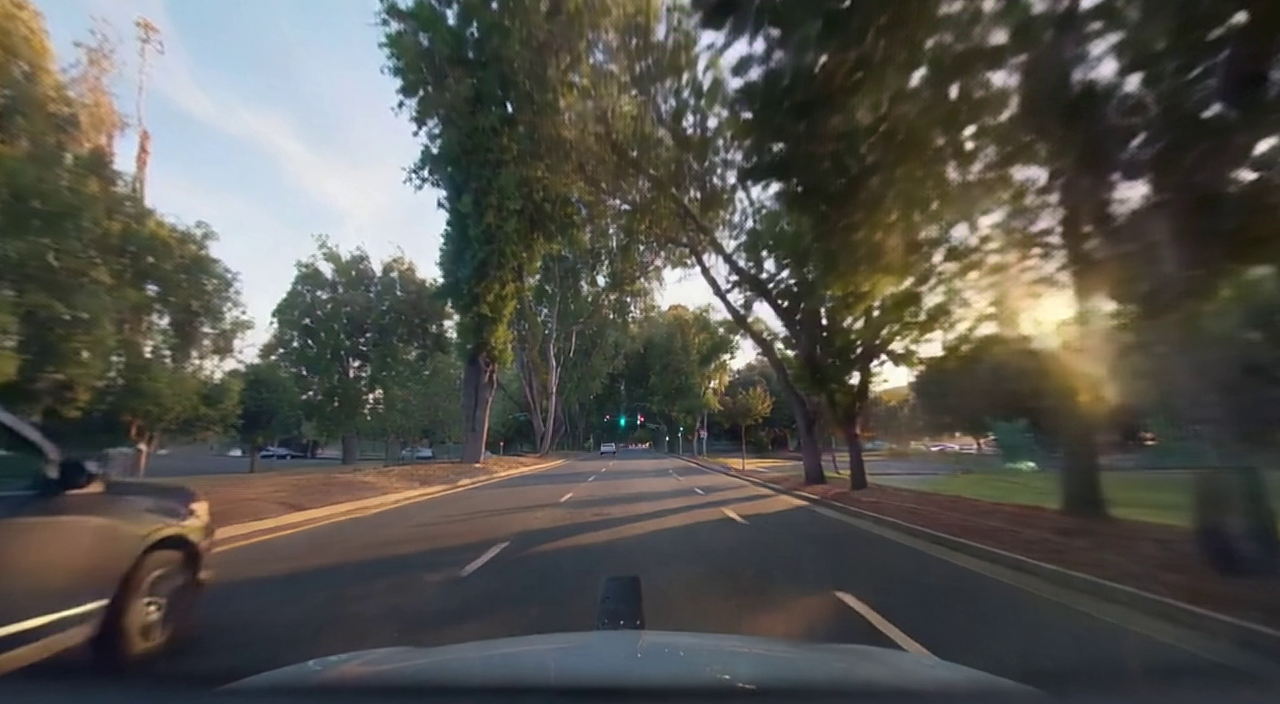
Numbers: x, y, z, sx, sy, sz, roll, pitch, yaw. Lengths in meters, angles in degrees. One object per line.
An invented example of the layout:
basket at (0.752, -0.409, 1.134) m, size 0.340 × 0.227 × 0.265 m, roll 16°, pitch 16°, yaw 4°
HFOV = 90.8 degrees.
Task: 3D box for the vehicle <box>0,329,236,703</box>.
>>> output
vehicle at (-3.611, 0.721, 2.035) m, size 2.018 × 1.769 × 3.897 m, roll 0°, pitch -8°, yaw -1°
